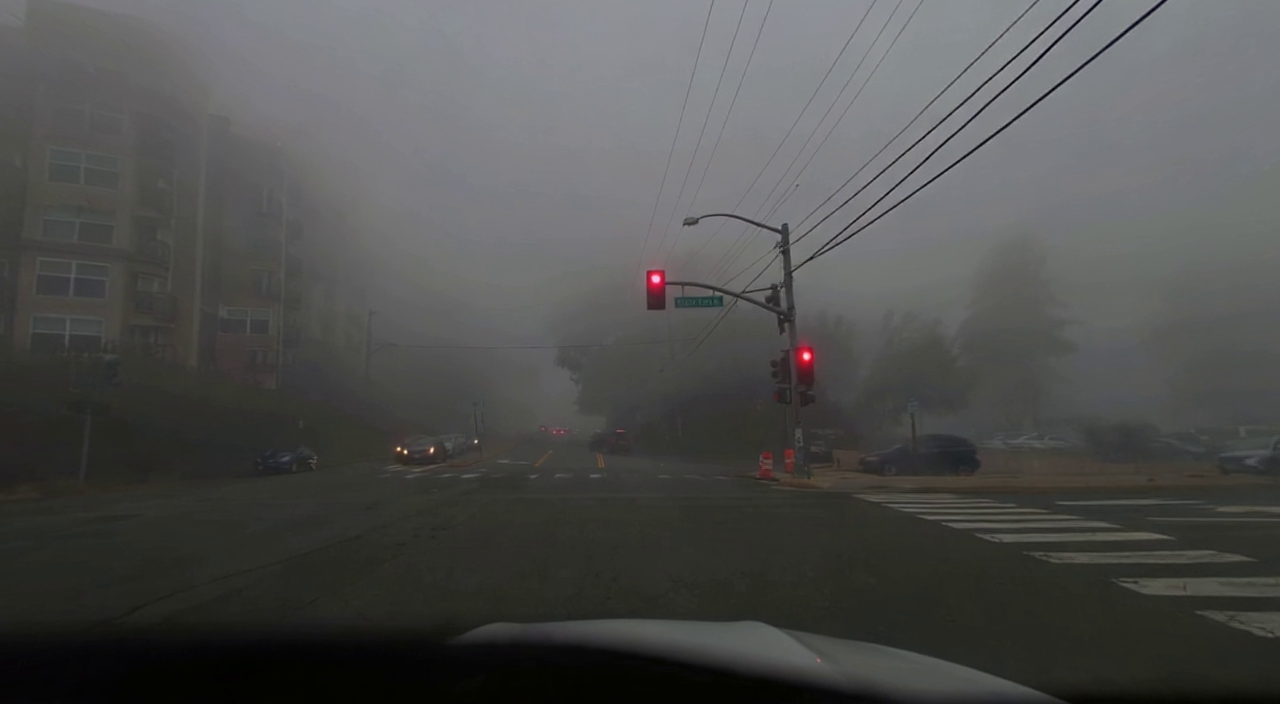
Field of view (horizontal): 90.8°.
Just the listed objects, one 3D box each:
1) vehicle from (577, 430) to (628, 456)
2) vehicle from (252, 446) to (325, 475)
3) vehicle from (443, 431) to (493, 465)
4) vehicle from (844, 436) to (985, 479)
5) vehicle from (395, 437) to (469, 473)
[{"bbox_3d":[-2.597,6.212,42.864,1.993,1.664,4.424,4,-10,-23],"label":"vehicle"},{"bbox_3d":[-21.060,6.506,38.092,1.981,1.628,4.336,0,-9,-1],"label":"vehicle"},{"bbox_3d":[-9.764,5.500,36.157,1.910,1.818,4.057,0,-9,-3],"label":"vehicle"},{"bbox_3d":[11.069,4.253,25.672,4.790,1.571,2.073,-7,-11,39],"label":"vehicle"},{"bbox_3d":[-9.678,4.831,29.752,2.116,1.521,4.294,0,-9,-2],"label":"vehicle"}]
